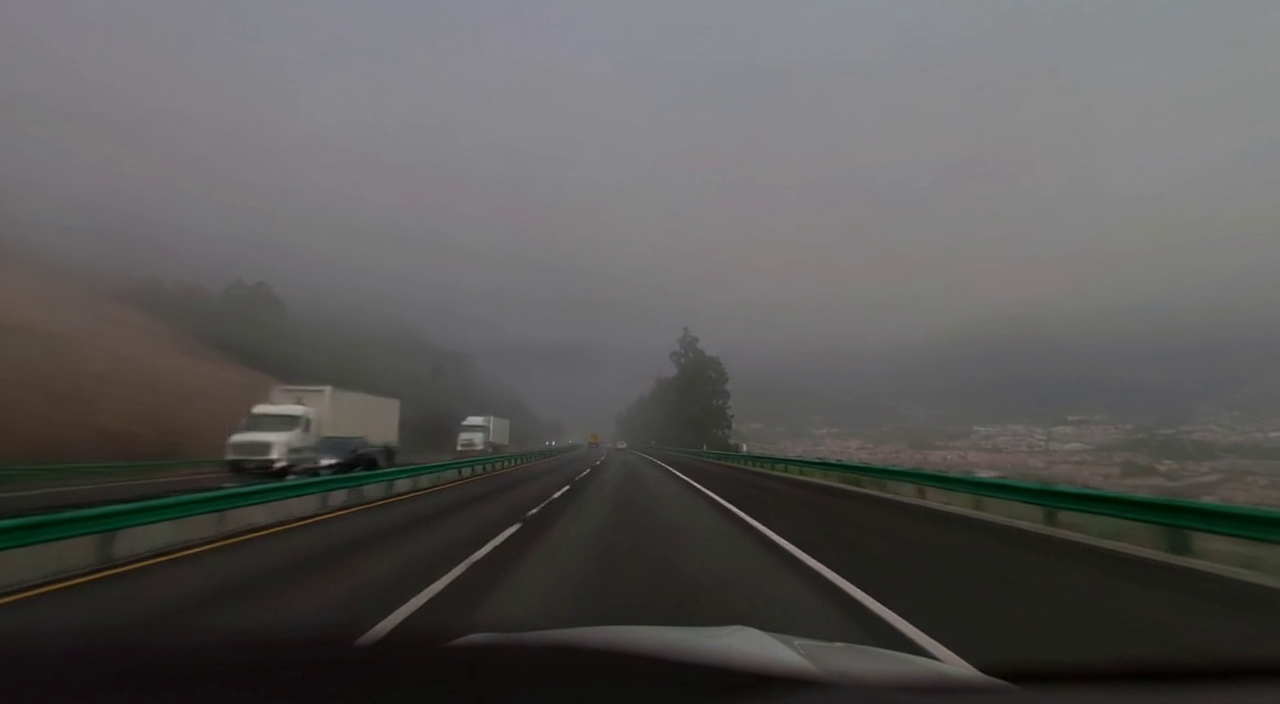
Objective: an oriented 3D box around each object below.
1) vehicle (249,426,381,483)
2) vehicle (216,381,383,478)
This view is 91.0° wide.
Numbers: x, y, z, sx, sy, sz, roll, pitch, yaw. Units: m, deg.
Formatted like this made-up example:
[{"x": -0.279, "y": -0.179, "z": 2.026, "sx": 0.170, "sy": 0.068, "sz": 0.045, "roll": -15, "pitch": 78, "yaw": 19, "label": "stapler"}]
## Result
[{"x": -10.757, "y": 3.416, "z": 21.296, "sx": 2.069, "sy": 1.675, "sz": 4.648, "roll": 0, "pitch": -8, "yaw": -2, "label": "vehicle"}, {"x": -15.052, "y": 3.641, "z": 28.954, "sx": 2.955, "sy": 3.745, "sz": 8.712, "roll": 0, "pitch": -8, "yaw": -1, "label": "vehicle"}]
